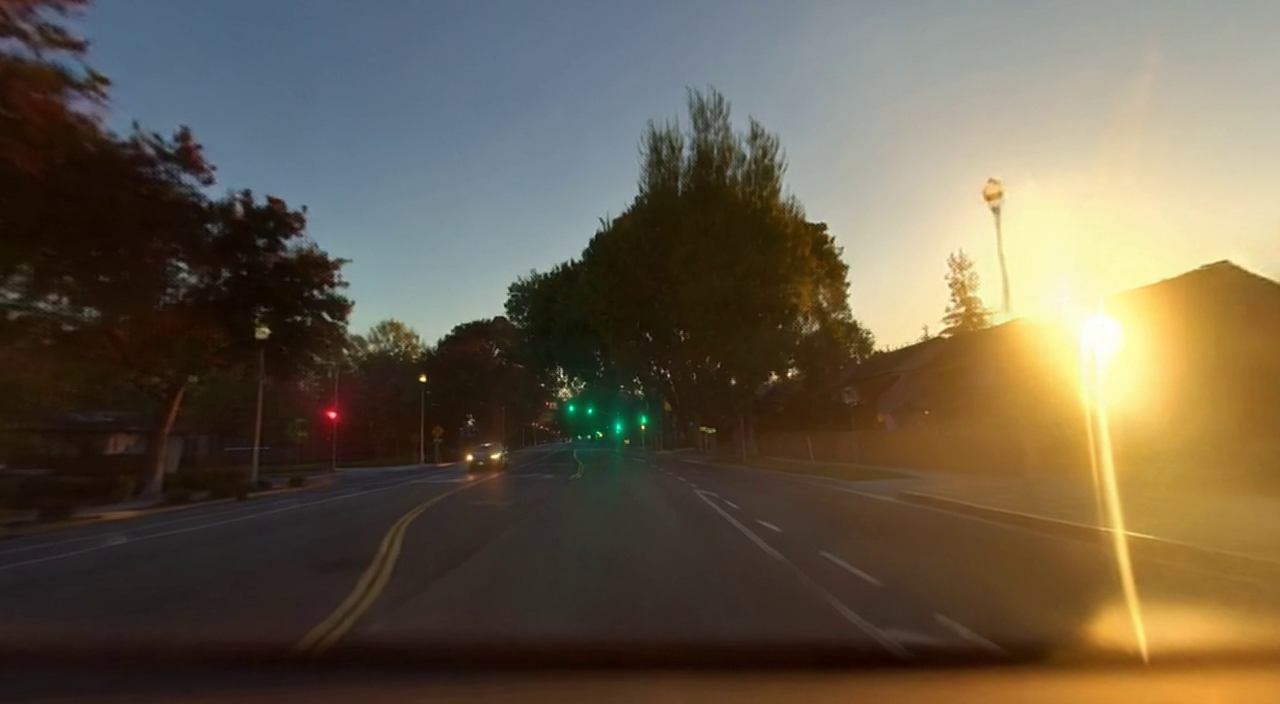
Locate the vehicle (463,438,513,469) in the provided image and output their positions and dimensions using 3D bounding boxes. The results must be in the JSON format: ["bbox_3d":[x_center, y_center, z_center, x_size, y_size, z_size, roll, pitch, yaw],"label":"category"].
[{"bbox_3d":[-9.295,6.224,38.922,2.175,1.796,4.605,0,-8,-3],"label":"vehicle"}]
